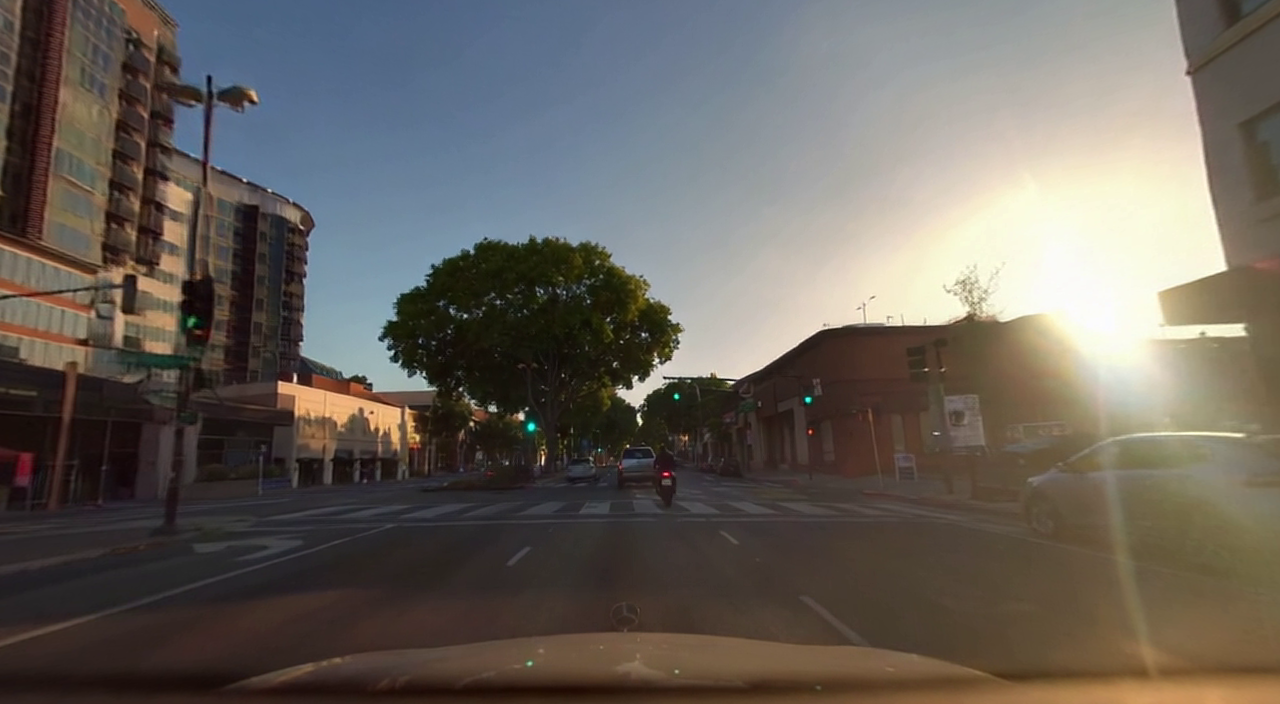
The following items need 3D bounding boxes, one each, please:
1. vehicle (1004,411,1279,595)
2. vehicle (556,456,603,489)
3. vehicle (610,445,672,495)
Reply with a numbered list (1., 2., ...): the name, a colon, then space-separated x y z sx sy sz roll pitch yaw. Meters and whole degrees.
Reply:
1. vehicle: 7.164 1.740 7.965 2.018 1.772 4.968 0 -9 -2
2. vehicle: -3.054 6.184 32.673 2.014 1.470 4.552 0 -9 0
3. vehicle: -0.037 4.539 24.737 2.223 1.775 4.250 0 -8 -2
